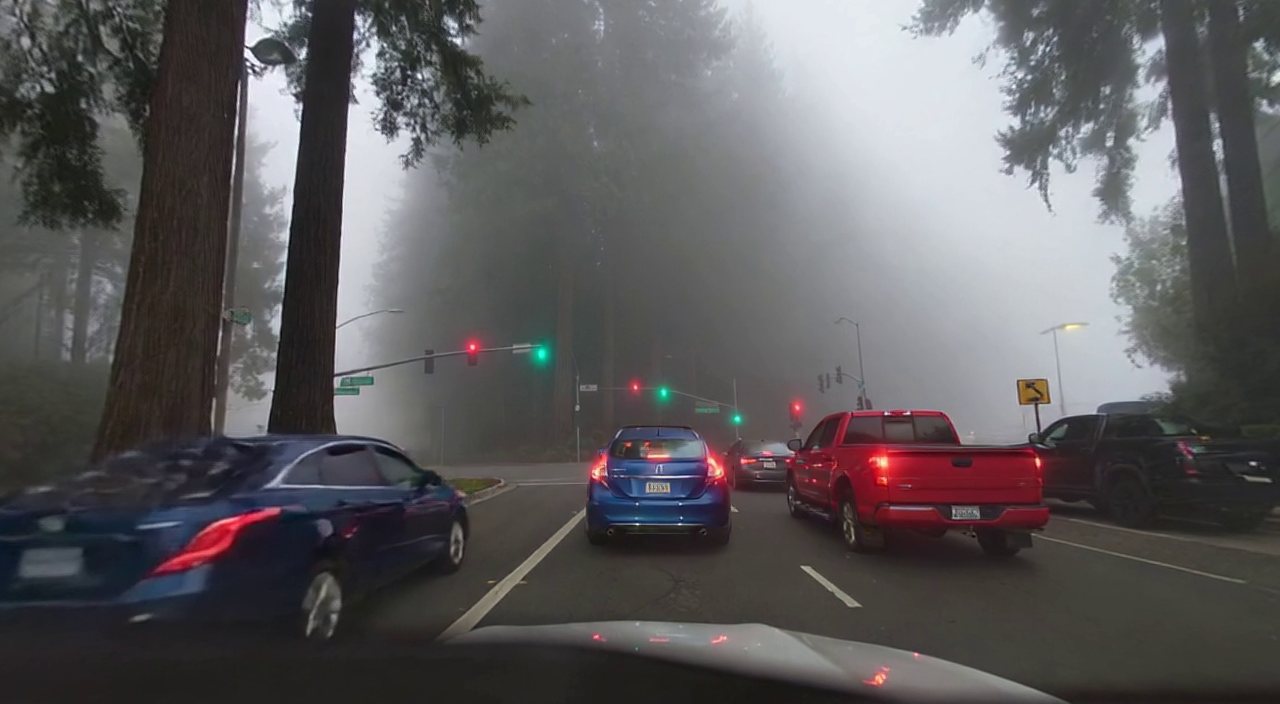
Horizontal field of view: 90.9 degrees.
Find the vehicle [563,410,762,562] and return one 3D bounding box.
[{"bbox_3d":[0.246,1.769,8.973,2.168,1.641,4.039,0,-8,0],"label":"vehicle"}]

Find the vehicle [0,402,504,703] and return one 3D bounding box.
[{"bbox_3d":[-2.881,1.361,5.478,2.133,1.496,5.150,0,-8,1],"label":"vehicle"}]

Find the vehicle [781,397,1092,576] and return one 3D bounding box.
[{"bbox_3d":[3.383,1.633,8.372,2.099,1.725,4.290,0,-8,1],"label":"vehicle"}]
